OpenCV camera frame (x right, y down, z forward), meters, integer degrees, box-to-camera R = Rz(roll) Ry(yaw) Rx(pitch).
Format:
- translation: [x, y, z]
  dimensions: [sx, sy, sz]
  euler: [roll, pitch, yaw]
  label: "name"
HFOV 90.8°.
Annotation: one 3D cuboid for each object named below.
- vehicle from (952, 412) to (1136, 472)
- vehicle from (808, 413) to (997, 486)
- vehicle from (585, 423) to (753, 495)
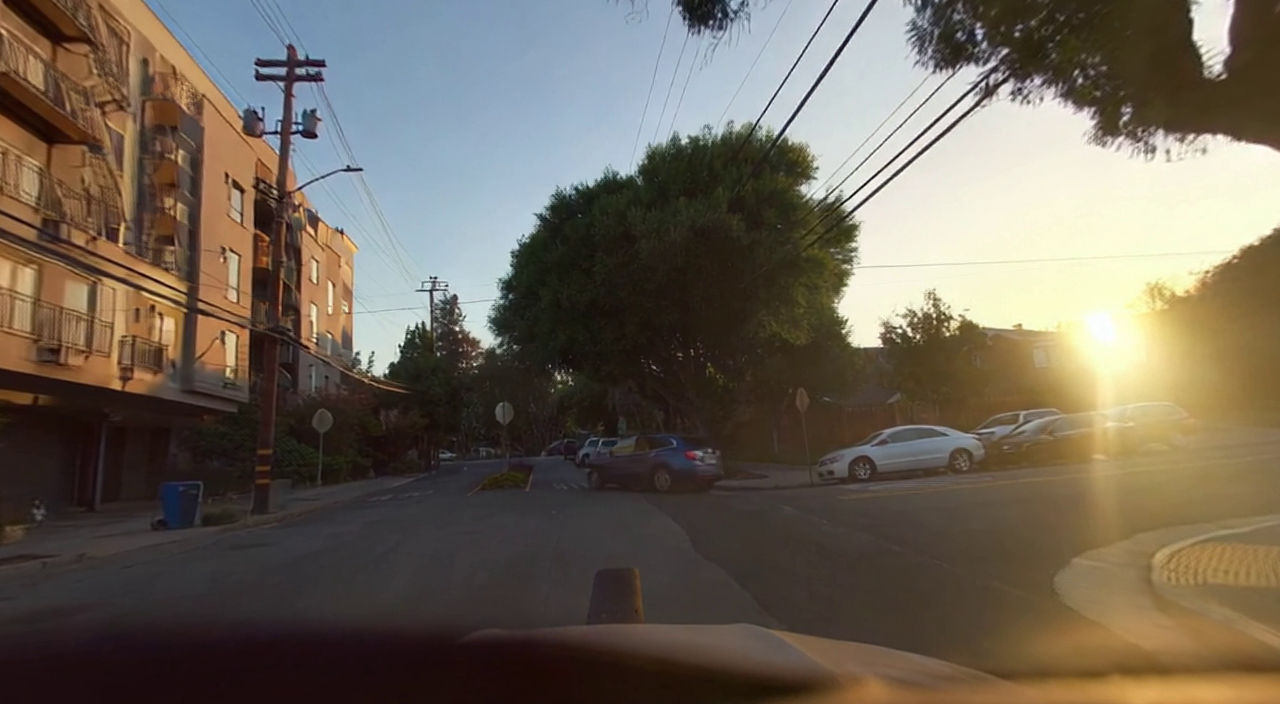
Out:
- translation: [12.934, 2.902, 20.353]
  dimensions: [4.830, 1.490, 1.878]
  euler: [-2, -11, -12]
  label: "vehicle"
- translation: [7.903, 2.963, 19.220]
  dimensions: [4.877, 1.755, 1.918]
  euler: [-2, -10, -11]
  label: "vehicle"
- translation: [0.729, 3.156, 18.923]
  dimensions: [2.155, 1.872, 4.790]
  euler: [8, -12, -44]
  label: "vehicle"
